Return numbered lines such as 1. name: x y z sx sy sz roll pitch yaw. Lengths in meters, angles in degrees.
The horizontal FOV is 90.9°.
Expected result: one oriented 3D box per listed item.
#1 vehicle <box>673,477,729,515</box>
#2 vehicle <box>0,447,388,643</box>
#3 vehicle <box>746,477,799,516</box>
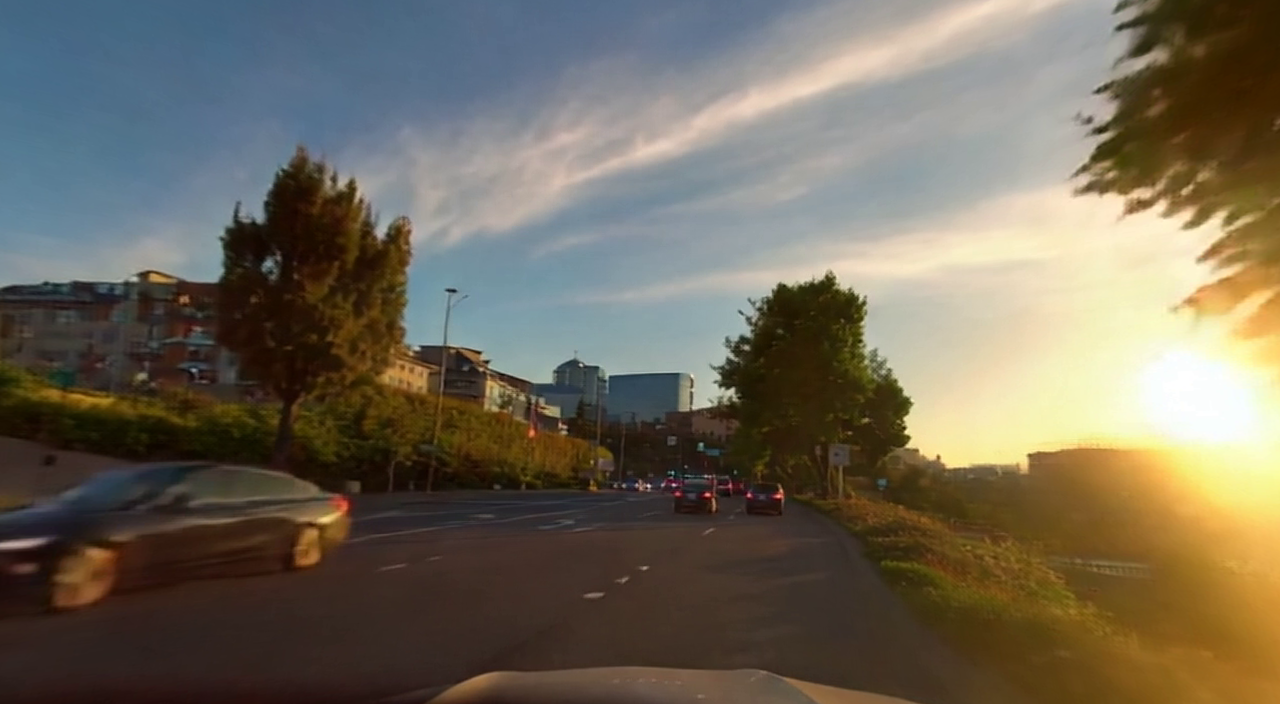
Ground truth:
1. vehicle: 2.899 6.527 28.931 2.030 1.441 4.806 -1 -11 12
2. vehicle: -5.432 1.952 7.403 2.107 1.502 4.705 -1 -11 15
3. vehicle: 5.941 6.412 28.219 2.129 1.471 4.258 -1 -11 12
